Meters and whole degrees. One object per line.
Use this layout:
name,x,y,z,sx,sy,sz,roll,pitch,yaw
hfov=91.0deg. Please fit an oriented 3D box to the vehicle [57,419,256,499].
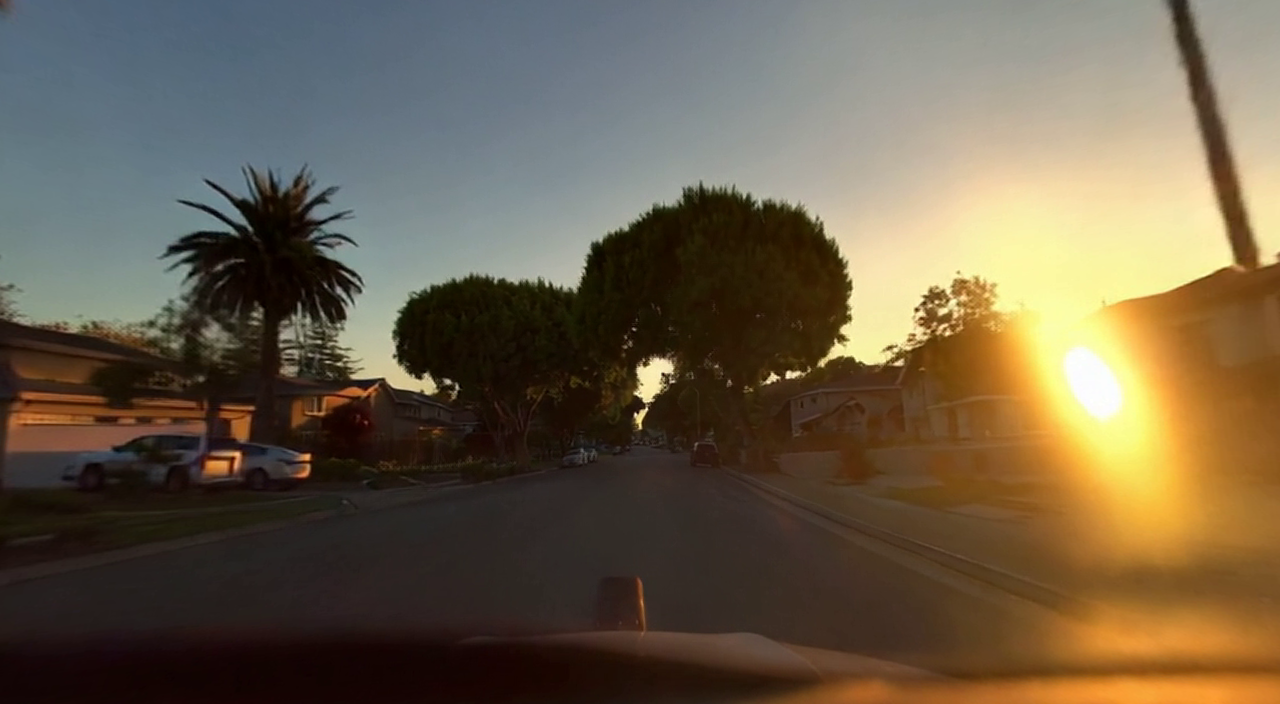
vehicle,-13.846,3.146,18.289,3.918,1.719,1.988,-2,-21,-3

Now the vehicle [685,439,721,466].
vehicle,4.328,7.000,43.871,2.176,1.762,4.622,0,-8,1
